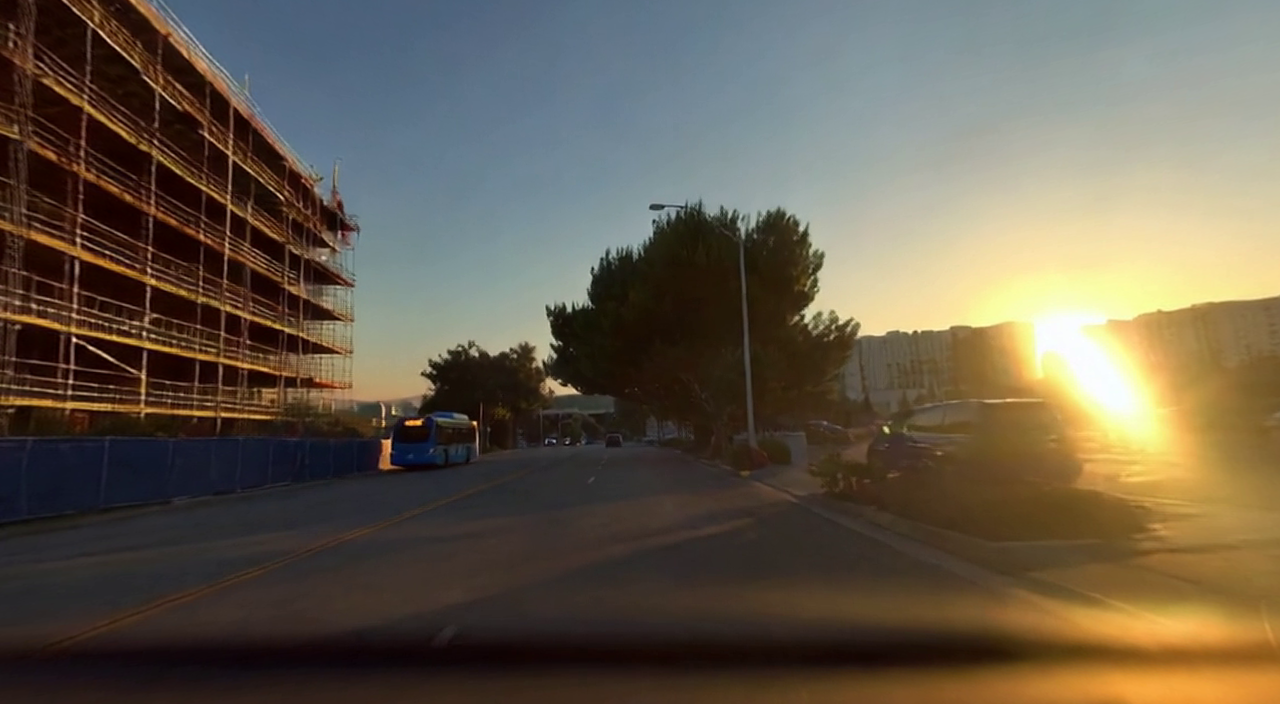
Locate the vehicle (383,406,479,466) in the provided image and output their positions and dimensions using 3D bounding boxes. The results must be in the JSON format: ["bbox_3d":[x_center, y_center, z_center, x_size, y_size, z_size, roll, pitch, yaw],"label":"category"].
[{"bbox_3d":[-10.810,4.411,33.366,2.979,2.803,5.962,-1,-7,0],"label":"vehicle"}]

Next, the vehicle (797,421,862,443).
[{"bbox_3d":[13.070,5.563,43.698,3.897,1.470,1.829,0,-8,-2],"label":"vehicle"}]

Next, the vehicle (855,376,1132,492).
[{"bbox_3d":[6.870,1.775,13.418,2.267,1.911,5.816,0,-8,-3],"label":"vehicle"}]
